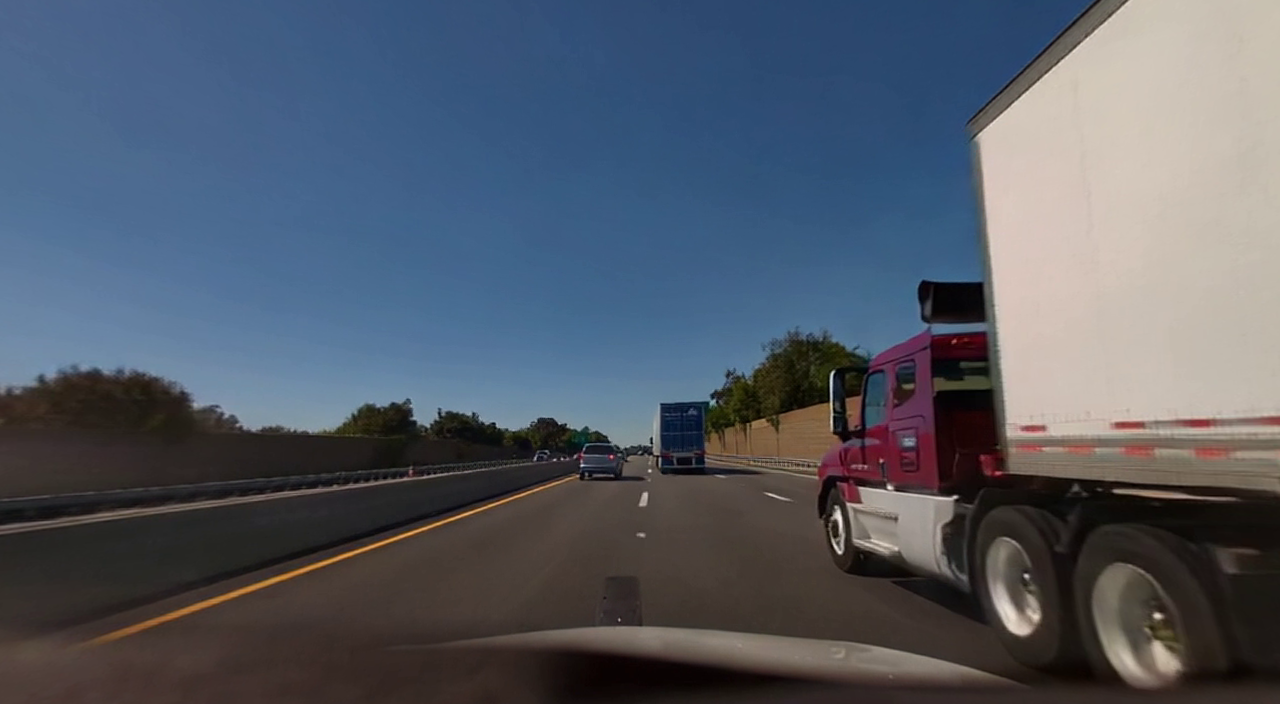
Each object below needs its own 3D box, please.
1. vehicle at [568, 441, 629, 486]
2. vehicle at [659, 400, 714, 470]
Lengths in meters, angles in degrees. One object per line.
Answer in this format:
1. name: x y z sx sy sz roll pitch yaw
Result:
1. vehicle: -1.642 4.623 26.314 2.160 1.691 4.243 -1 -9 1
2. vehicle: 3.035 6.130 45.193 3.167 4.180 14.924 1 -9 2
